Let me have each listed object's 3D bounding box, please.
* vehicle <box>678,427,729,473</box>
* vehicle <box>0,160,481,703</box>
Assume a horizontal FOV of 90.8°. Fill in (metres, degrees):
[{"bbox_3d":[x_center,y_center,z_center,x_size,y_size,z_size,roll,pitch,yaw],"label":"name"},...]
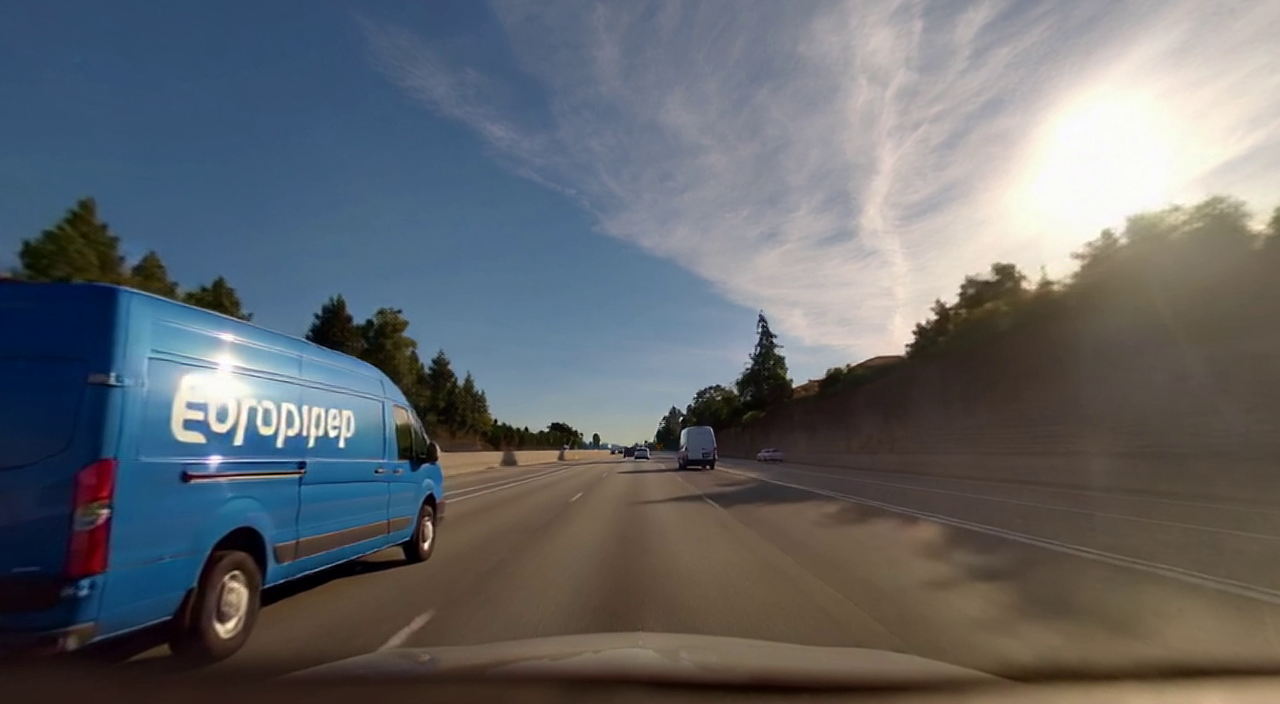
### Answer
[{"bbox_3d":[3.722,5.936,38.182,2.373,2.561,5.922,0,-9,-1],"label":"vehicle"},{"bbox_3d":[-3.452,0.940,5.516,2.409,2.523,6.275,0,-9,1],"label":"vehicle"}]
